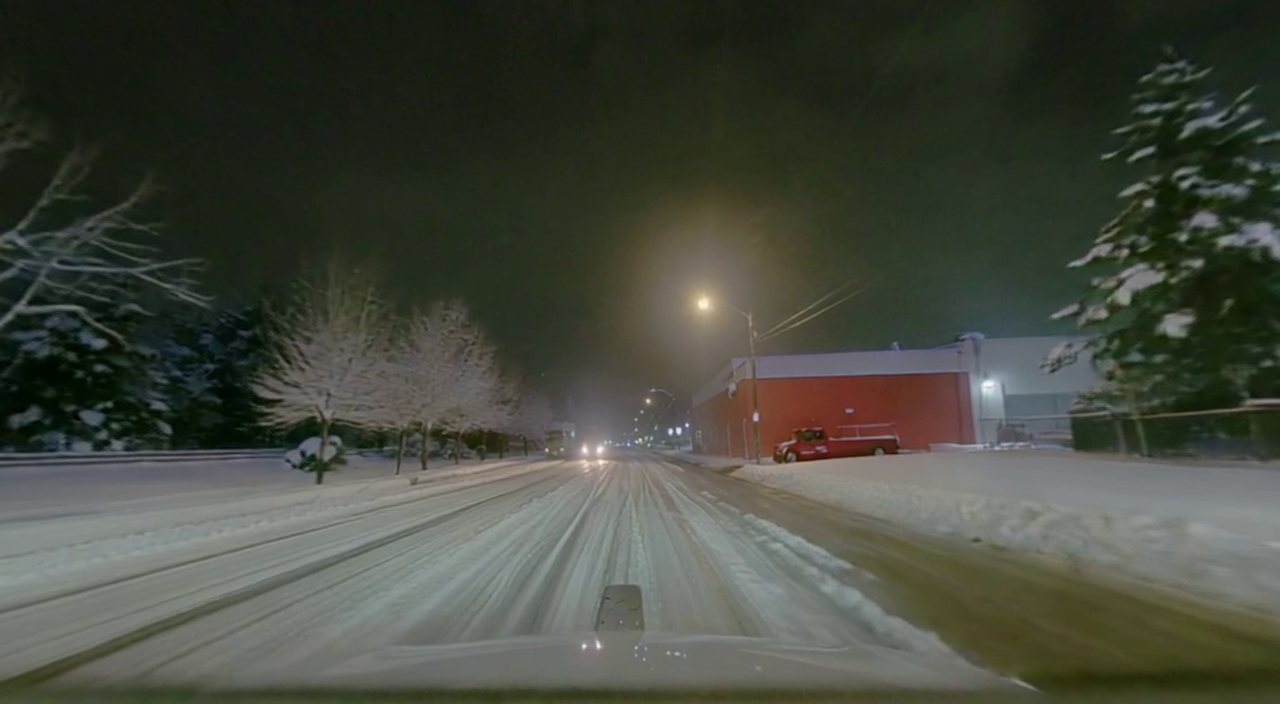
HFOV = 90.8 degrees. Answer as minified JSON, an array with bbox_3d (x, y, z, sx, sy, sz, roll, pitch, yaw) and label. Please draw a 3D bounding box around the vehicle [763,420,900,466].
[{"bbox_3d":[11.274,5.400,37.580,7.188,2.416,2.528,-2,-8,-3],"label":"vehicle"}]
